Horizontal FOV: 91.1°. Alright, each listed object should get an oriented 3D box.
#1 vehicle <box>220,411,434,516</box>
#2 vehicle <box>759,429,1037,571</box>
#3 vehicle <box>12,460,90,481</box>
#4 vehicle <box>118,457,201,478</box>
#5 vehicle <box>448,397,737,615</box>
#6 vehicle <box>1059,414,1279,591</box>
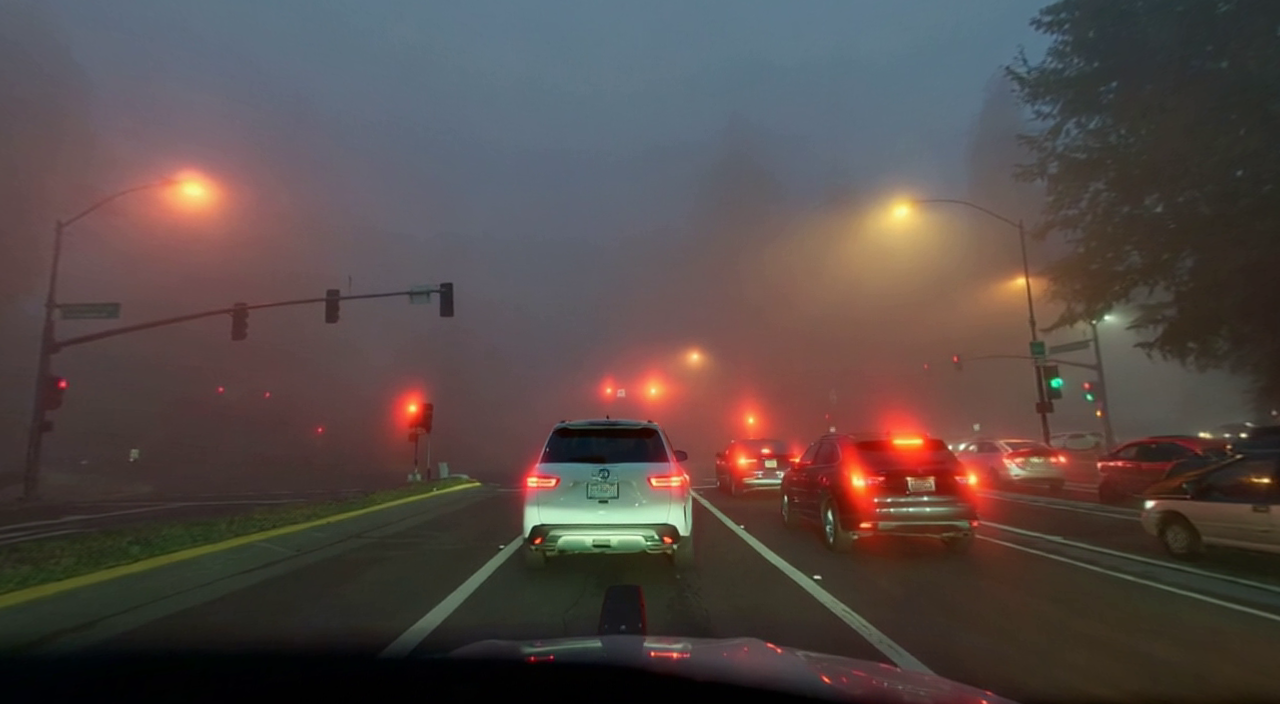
[{"bbox_3d":[-6.736,2.473,14.408,2.214,1.953,5.017,0,-8,1],"label":"vehicle"},{"bbox_3d":[3.135,1.885,8.873,1.971,1.473,4.495,0,-8,-1],"label":"vehicle"},{"bbox_3d":[-45.755,9.211,48.811,4.232,1.498,1.791,0,-8,1],"label":"vehicle"},{"bbox_3d":[-37.353,8.970,48.870,4.914,1.487,1.850,0,-8,1],"label":"vehicle"},{"bbox_3d":[-0.343,1.507,7.035,2.256,1.694,4.055,0,-8,1],"label":"vehicle"},{"bbox_3d":[6.558,1.418,6.161,1.941,1.532,4.152,0,-8,-1],"label":"vehicle"}]
